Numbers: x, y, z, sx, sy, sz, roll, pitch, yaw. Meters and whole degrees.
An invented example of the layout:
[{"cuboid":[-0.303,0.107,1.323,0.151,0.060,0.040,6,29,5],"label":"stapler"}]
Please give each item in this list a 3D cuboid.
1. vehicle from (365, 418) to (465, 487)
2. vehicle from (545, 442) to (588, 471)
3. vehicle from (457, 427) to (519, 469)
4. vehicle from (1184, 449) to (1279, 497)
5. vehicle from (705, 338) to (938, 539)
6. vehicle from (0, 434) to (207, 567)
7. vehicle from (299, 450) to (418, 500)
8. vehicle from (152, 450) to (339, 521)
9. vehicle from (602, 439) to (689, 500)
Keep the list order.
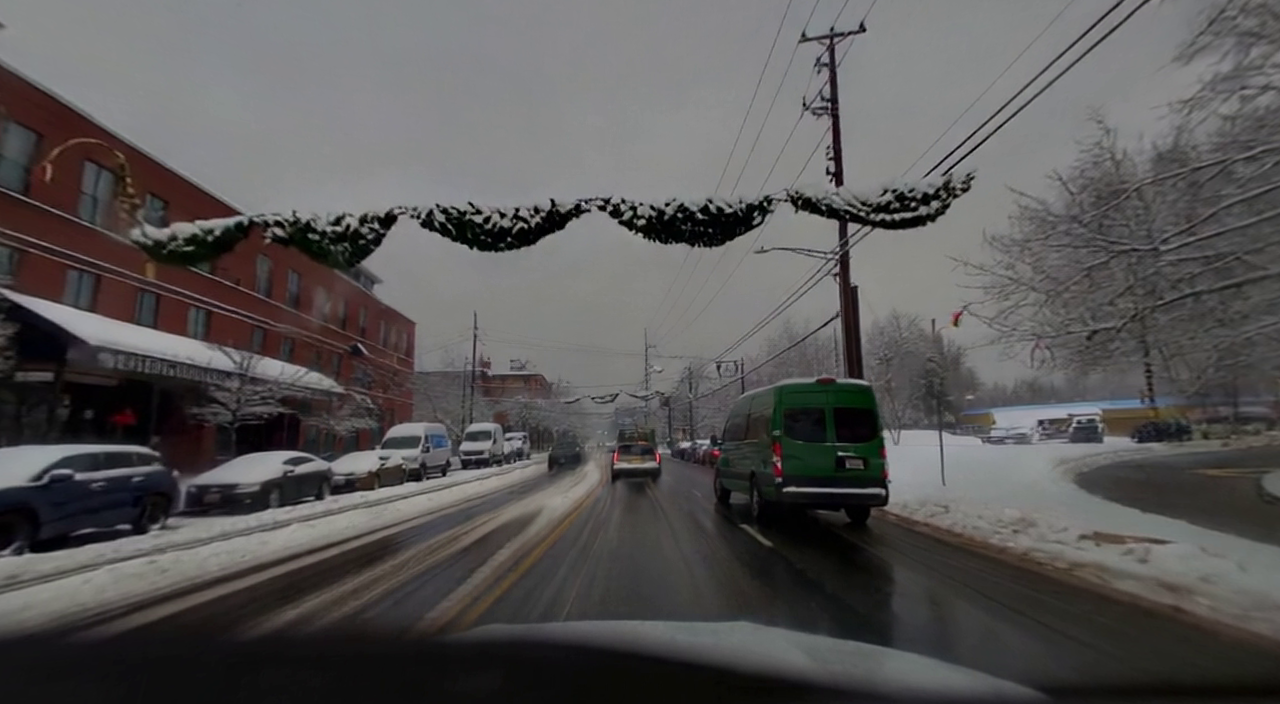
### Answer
[{"cuboid":[-9.795,4.442,28.181,2.398,2.723,5.816,0,-9,-2],"label":"vehicle"},{"cuboid":[-4.018,5.821,35.291,1.974,1.484,4.400,0,-9,-1],"label":"vehicle"},{"cuboid":[-10.010,6.404,42.287,2.964,2.597,6.437,0,-9,-4],"label":"vehicle"},{"cuboid":[20.515,4.105,21.897,2.058,1.478,4.429,-6,-11,36],"label":"vehicle"},{"cuboid":[3.002,1.756,12.747,2.419,2.927,6.907,0,-9,-2],"label":"vehicle"},{"cuboid":[-9.562,2.220,10.050,2.156,1.745,4.504,0,-9,-1],"label":"vehicle"},{"cuboid":[-9.579,4.184,22.003,2.063,1.481,4.722,0,-9,-2],"label":"vehicle"},{"cuboid":[-9.658,3.251,16.002,1.848,1.517,4.452,0,-9,0],"label":"vehicle"},{"cuboid":[0.130,3.194,17.617,2.112,1.464,4.411,0,-9,0],"label":"vehicle"}]
